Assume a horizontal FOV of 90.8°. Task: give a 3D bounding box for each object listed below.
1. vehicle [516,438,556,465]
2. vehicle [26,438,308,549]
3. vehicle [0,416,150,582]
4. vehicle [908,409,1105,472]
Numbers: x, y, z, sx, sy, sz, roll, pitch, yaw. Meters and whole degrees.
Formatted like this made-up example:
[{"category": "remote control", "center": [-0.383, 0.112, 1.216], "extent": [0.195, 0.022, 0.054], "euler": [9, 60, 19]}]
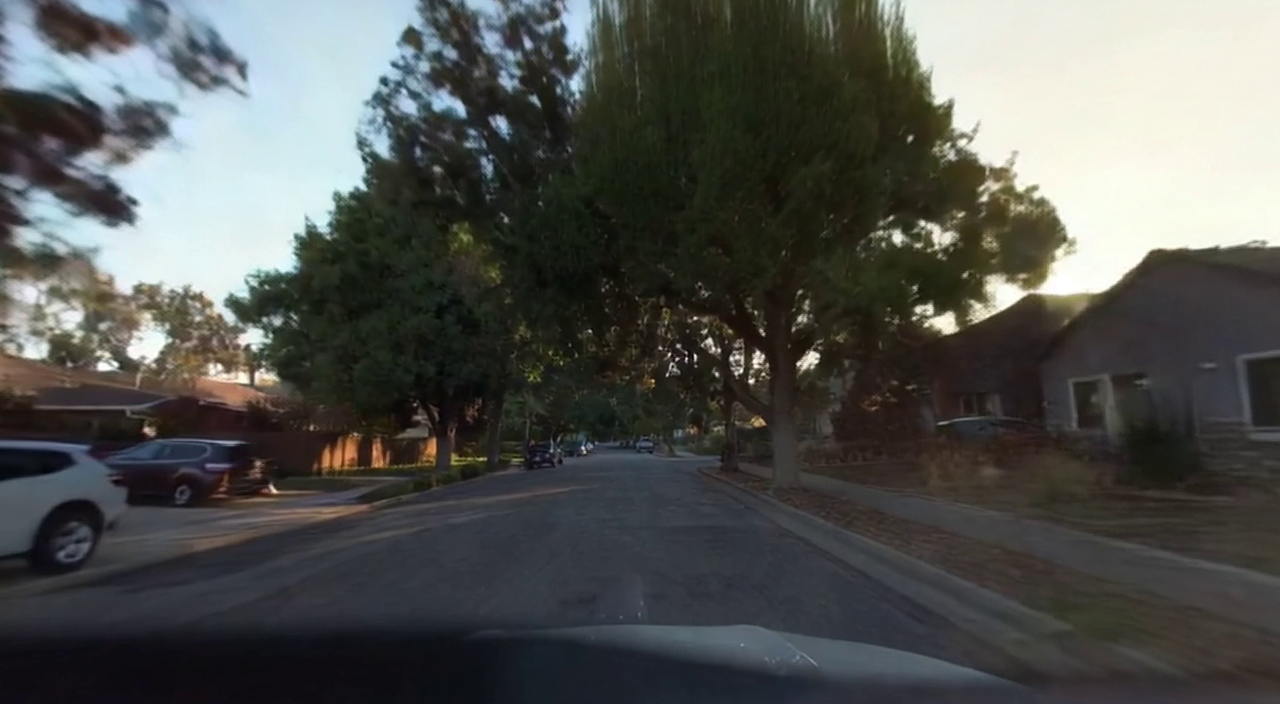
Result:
[{"category": "vehicle", "center": [-7.934, 7.680, 48.622], "extent": [2.091, 1.912, 4.598], "euler": [0, -10, 2]}, {"category": "vehicle", "center": [-8.524, 2.522, 12.081], "extent": [2.074, 1.616, 4.440], "euler": [-2, -8, -2]}, {"category": "vehicle", "center": [-8.363, 1.598, 6.684], "extent": [2.352, 1.843, 4.979], "euler": [-1, -10, 0]}, {"category": "vehicle", "center": [12.188, 2.964, 21.234], "extent": [5.367, 1.953, 2.257], "euler": [1, -8, -9]}]
